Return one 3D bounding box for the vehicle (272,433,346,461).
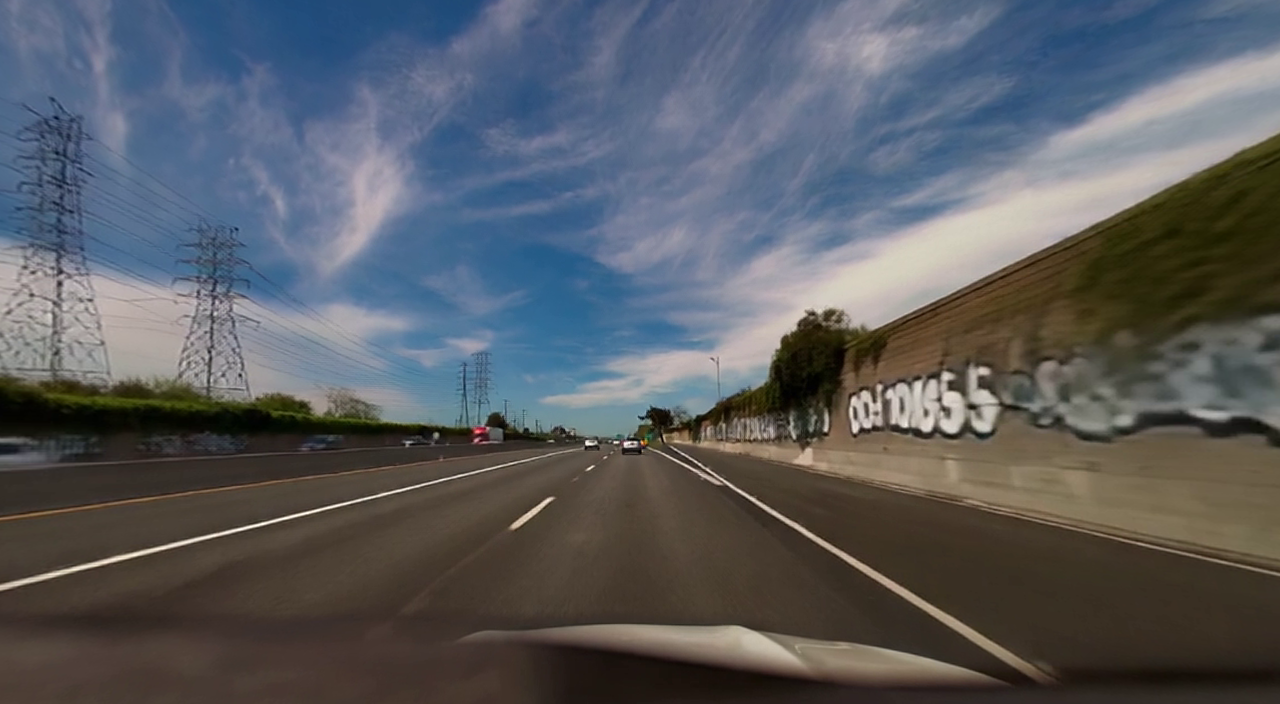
[{"bbox_3d":[-18.853,5.404,36.128,1.822,1.474,4.426,0,-8,0],"label":"vehicle"}]
